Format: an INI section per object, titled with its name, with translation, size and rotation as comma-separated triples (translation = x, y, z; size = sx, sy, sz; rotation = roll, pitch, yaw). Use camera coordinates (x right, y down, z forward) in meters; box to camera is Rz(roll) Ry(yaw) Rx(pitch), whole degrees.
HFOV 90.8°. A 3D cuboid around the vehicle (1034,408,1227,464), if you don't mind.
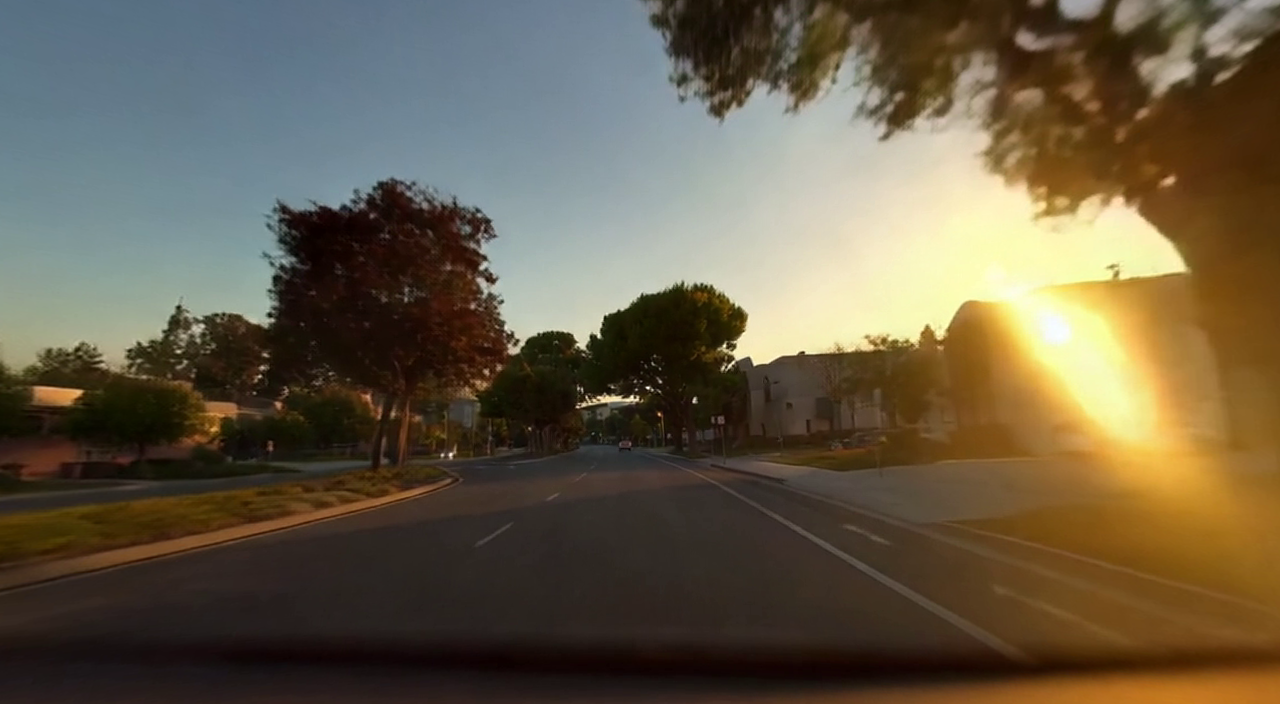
[vehicle]
translation = 14.856, 2.600, 19.334
size = 4.198, 1.561, 1.937
rotation = -1, -10, 1
